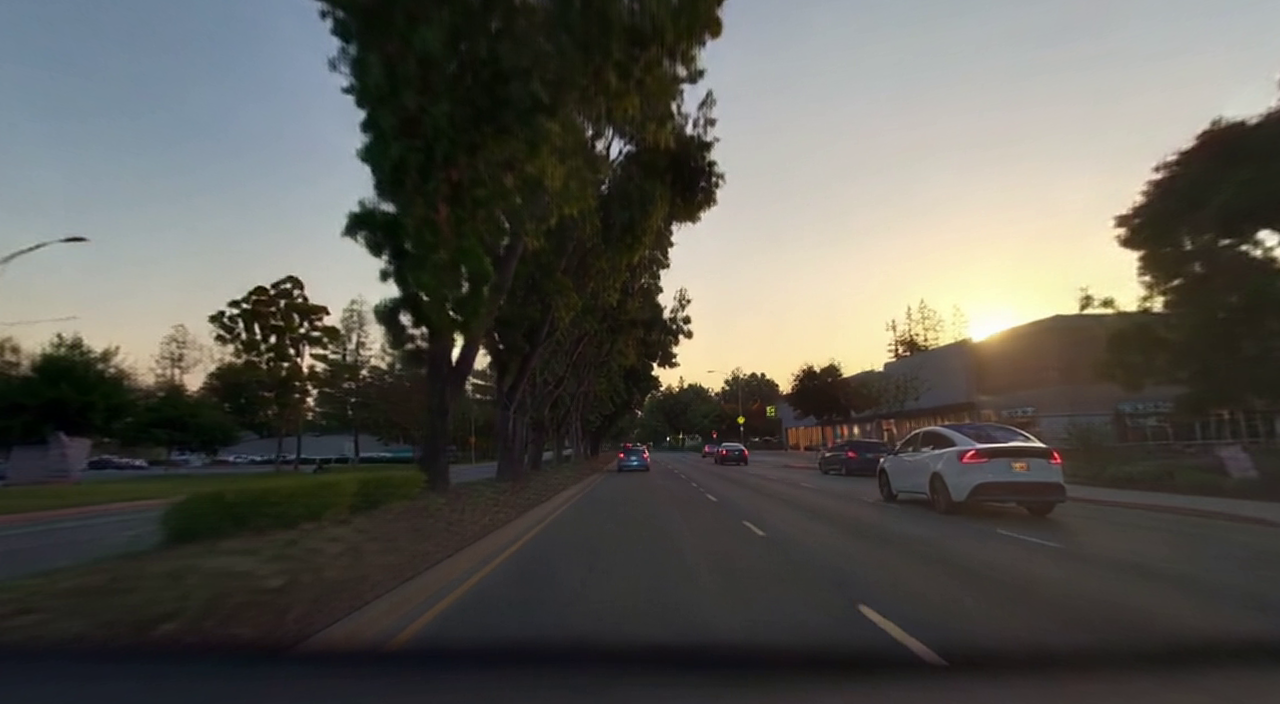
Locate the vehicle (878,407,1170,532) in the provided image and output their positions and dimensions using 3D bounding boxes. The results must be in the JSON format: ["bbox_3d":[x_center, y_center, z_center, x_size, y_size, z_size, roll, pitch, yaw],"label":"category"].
[{"bbox_3d":[7.084,2.252,12.765,2.240,1.923,5.678,0,-8,-1],"label":"vehicle"}]

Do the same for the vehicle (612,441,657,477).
[{"bbox_3d":[-0.282,5.120,30.450,2.037,1.568,3.693,0,-8,-1],"label":"vehicle"}]

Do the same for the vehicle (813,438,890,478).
[{"bbox_3d":[10.279,5.178,31.147,1.988,1.783,5.324,0,-8,0],"label":"vehicle"}]

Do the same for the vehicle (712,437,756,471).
[{"bbox_3d":[5.415,5.941,36.961,1.955,1.845,4.538,0,-8,1],"label":"vehicle"}]
